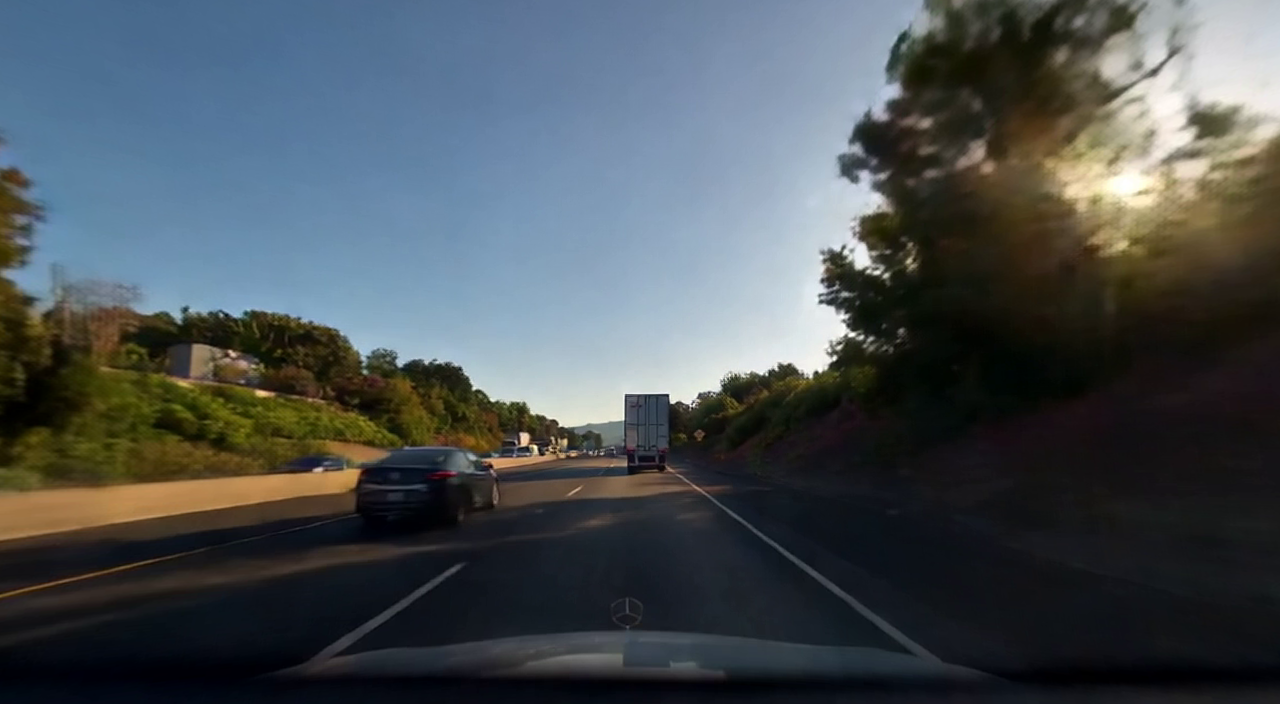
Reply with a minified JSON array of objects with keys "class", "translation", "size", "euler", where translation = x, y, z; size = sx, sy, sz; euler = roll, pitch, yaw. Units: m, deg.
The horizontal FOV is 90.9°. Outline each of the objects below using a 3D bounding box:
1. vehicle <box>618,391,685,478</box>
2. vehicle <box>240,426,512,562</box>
[{"class":"vehicle","translation":[0.431,4.413,32.880],"size":[2.959,3.828,9.617],"euler":[0,-9,-1]},{"class":"vehicle","translation":[-3.551,2.042,9.803],"size":[2.074,1.546,4.946],"euler":[0,-9,0]}]
